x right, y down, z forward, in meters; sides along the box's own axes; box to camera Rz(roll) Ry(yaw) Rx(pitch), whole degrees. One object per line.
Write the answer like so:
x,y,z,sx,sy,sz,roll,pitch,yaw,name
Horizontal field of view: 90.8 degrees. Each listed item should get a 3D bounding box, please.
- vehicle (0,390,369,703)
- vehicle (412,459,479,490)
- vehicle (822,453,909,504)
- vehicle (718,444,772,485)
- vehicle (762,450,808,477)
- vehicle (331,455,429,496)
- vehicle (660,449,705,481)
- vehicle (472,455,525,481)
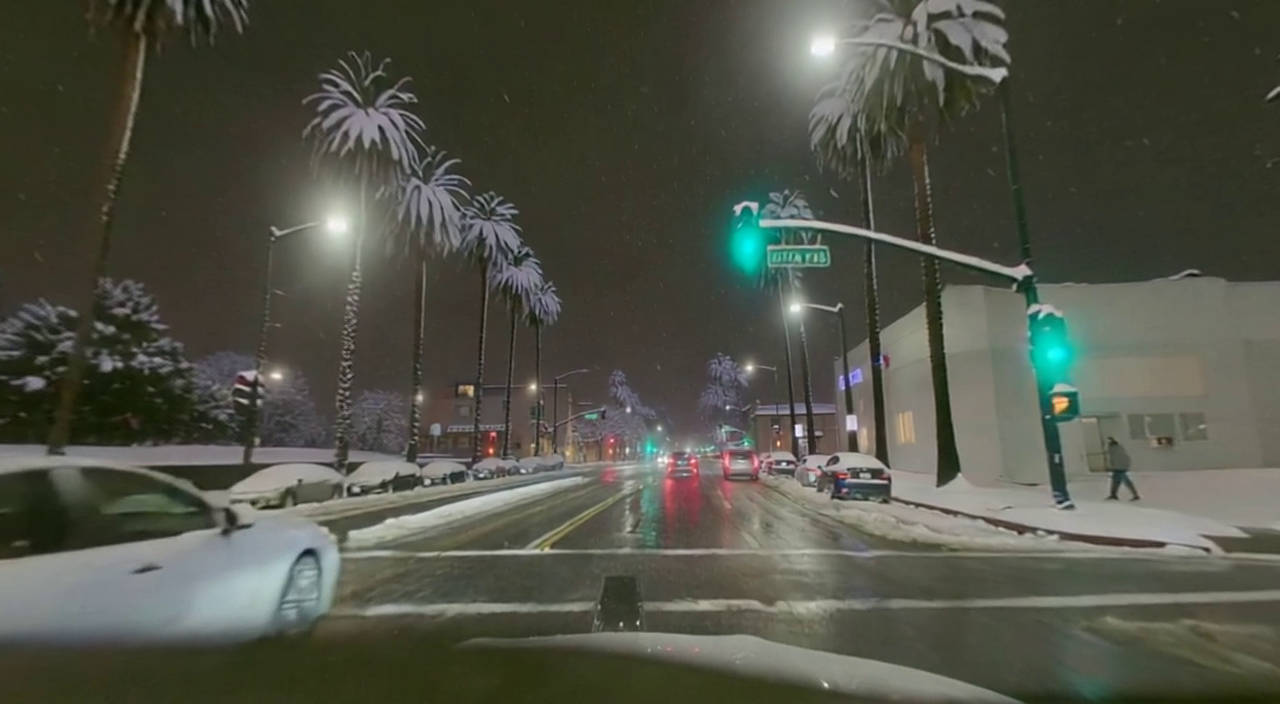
-3.349,0.952,2.296,2.204,1.584,4.921,-1,-9,5,vehicle
-10.368,6.533,34.001,1.949,1.470,4.532,-1,-9,3,vehicle
7.708,4.322,22.057,1.914,1.560,4.278,-1,-9,7,vehicle
4.742,5.144,29.103,2.003,1.702,4.288,-1,-9,4,vehicle
9.500,7.343,41.752,2.174,1.643,4.860,-1,-9,3,vehicle
-11.070,5.414,27.363,1.933,1.502,4.649,-4,-13,5,vehicle
2.126,5.556,31.359,2.088,1.452,3.993,-1,-9,4,vehicle
-9.387,7.798,42.234,2.188,1.490,4.511,-4,-12,5,vehicle
